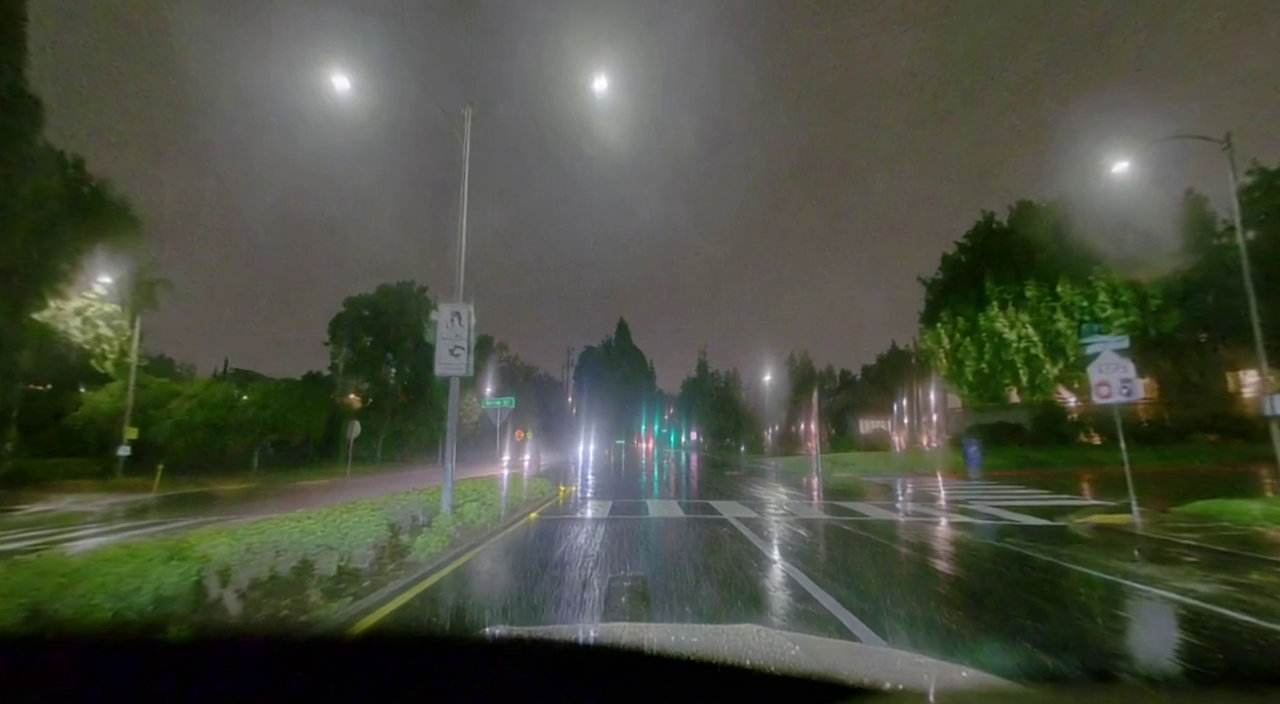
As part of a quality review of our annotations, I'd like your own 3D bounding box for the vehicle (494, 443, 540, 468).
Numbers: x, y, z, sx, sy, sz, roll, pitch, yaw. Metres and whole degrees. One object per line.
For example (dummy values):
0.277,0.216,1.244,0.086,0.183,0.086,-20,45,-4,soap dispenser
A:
-7.720,6.495,39.885,1.900,1.472,4.574,0,-8,2,vehicle
